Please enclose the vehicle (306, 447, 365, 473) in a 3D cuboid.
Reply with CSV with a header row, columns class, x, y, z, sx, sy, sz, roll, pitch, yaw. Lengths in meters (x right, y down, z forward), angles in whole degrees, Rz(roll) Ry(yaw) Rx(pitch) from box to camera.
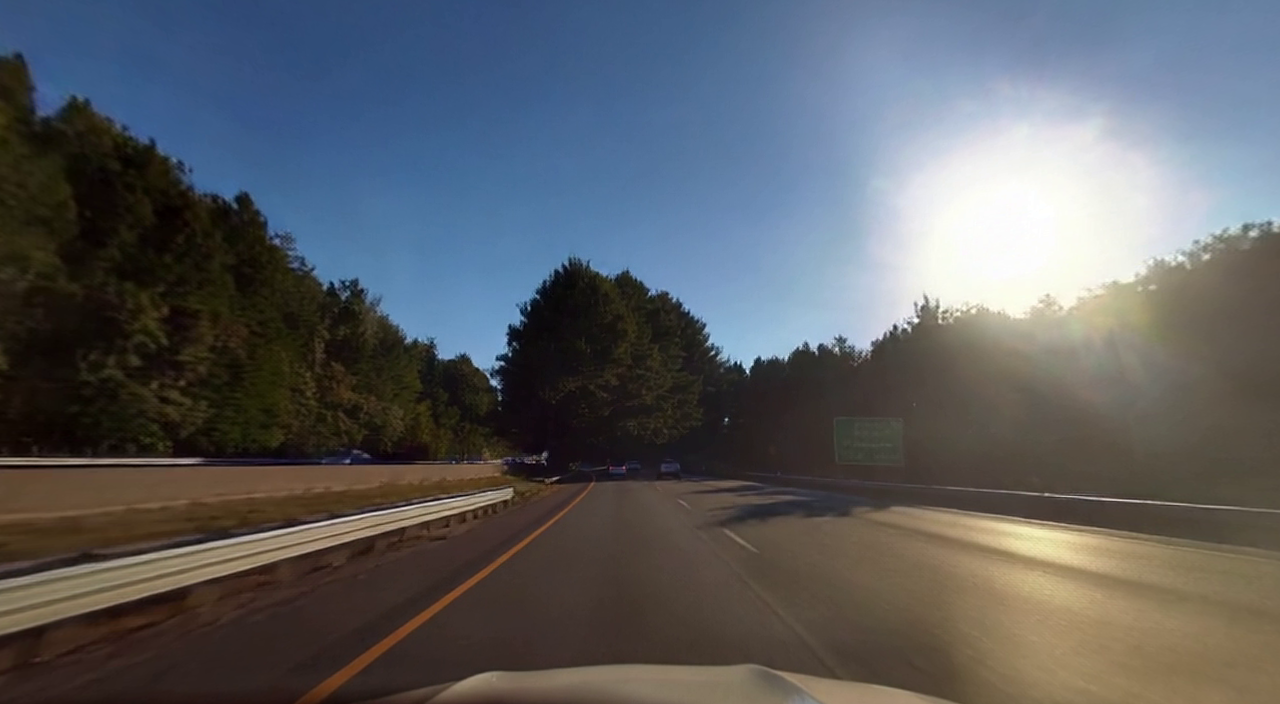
class,x,y,z,sx,sy,sz,roll,pitch,yaw
vehicle,-20.354,7.284,42.316,1.854,1.612,4.176,1,-10,-1
